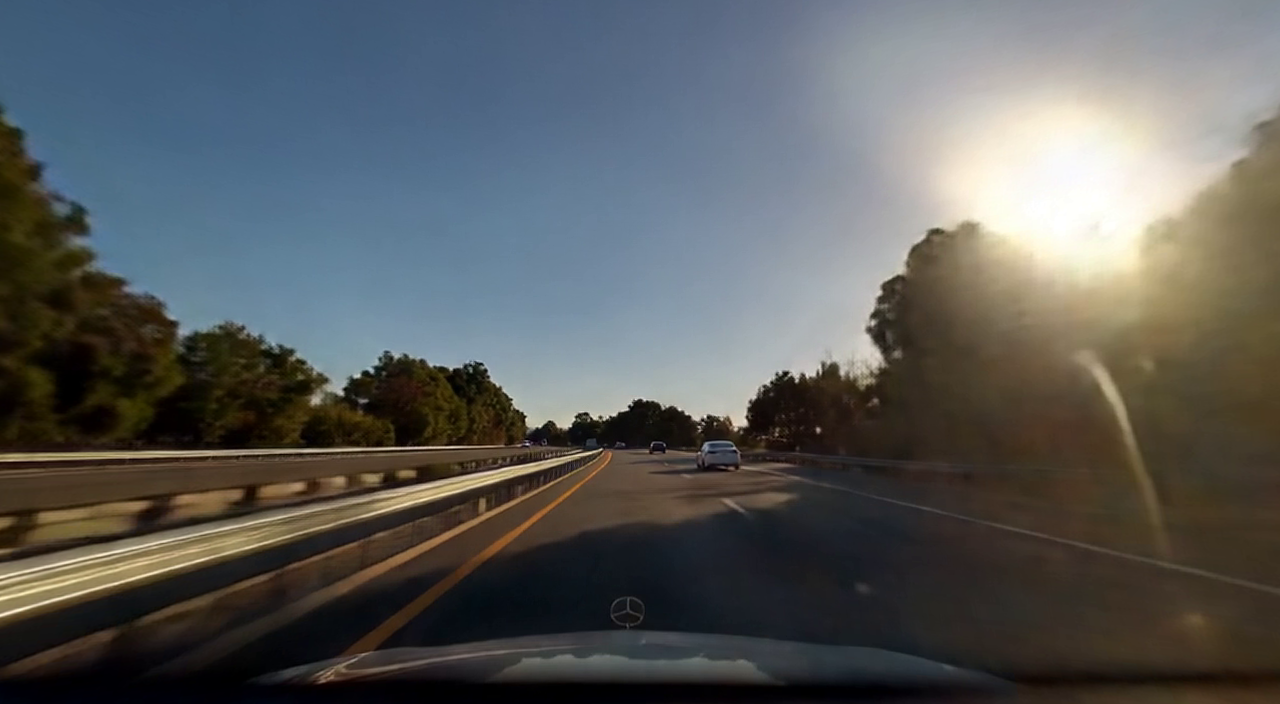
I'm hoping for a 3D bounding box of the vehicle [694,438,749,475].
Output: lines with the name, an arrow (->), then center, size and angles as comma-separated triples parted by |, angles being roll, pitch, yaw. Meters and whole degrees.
vehicle -> 3.620, 4.726, 28.654 | 1.945, 1.538, 3.729 | 0, -8, -1
